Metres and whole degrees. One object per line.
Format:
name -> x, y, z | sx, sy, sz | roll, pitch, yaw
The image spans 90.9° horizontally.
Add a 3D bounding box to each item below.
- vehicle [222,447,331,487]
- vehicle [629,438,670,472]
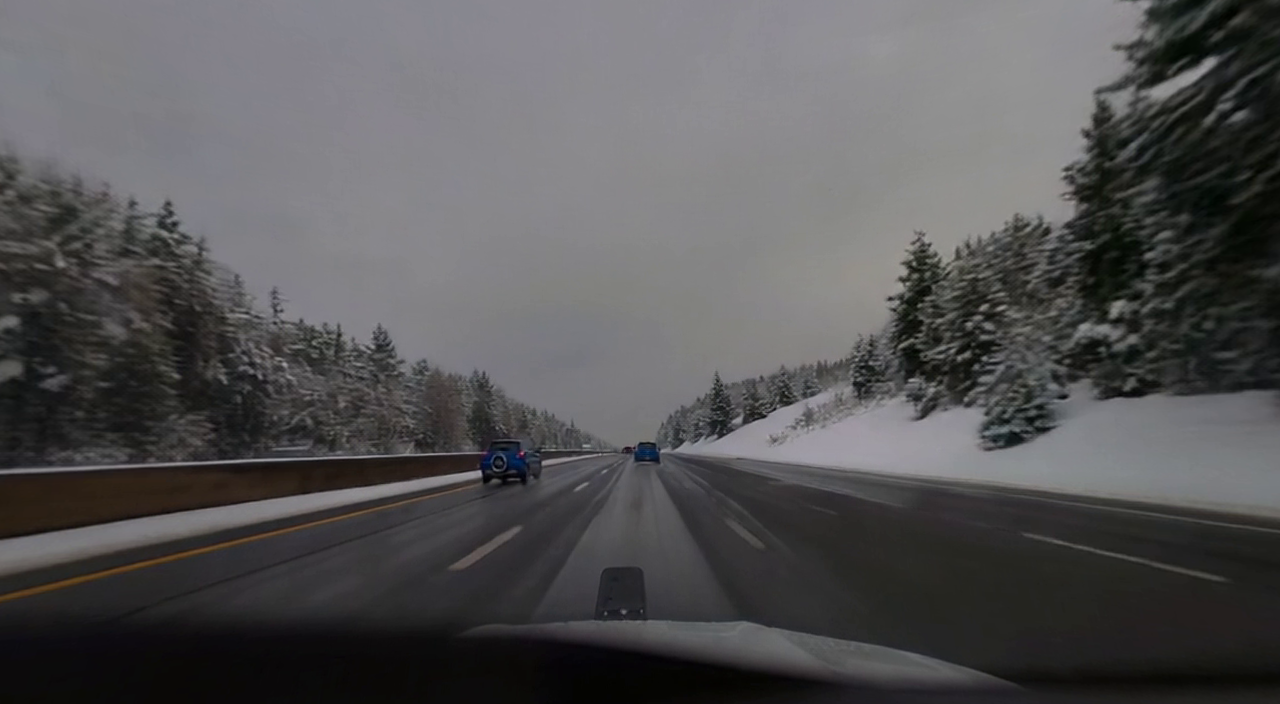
vehicle -> -15.246, 4.829, 26.798 | 1.903, 1.493, 4.589 | 0, -9, 0
vehicle -> 0.546, 6.017, 36.914 | 2.247, 1.825, 4.036 | 0, -9, 1
